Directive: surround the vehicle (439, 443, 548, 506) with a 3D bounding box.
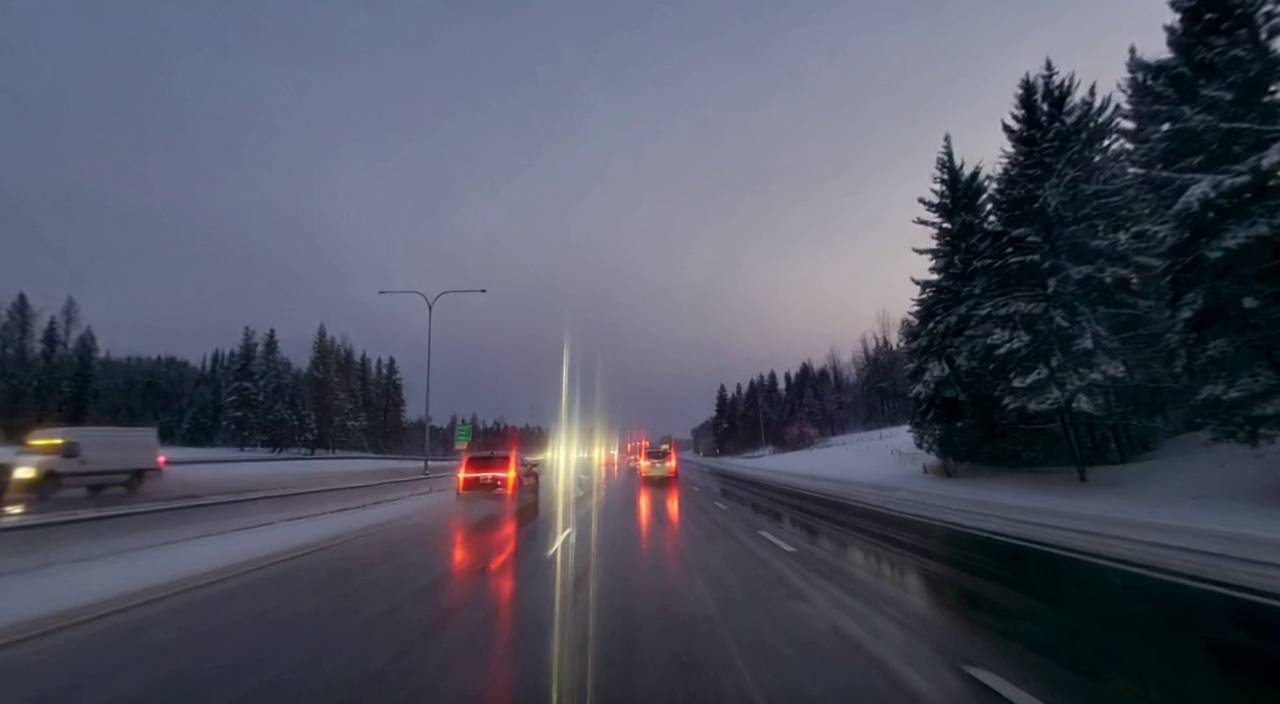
[{"bbox_3d":[-3.892,3.324,17.498,1.940,1.502,4.463,-1,-9,1],"label":"vehicle"}]

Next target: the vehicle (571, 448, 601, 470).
[{"bbox_3d":[-3.912,7.811,46.013,1.837,1.530,3.844,0,-9,0],"label":"vehicle"}]

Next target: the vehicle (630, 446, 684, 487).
[{"bbox_3d":[0.637,4.646,25.772,2.015,1.526,4.286,0,-9,0],"label":"vehicle"}]

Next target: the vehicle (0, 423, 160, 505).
[{"bbox_3d":[-20.092,3.833,21.772,2.393,2.473,5.435,-1,-9,1],"label":"vehicle"}]
